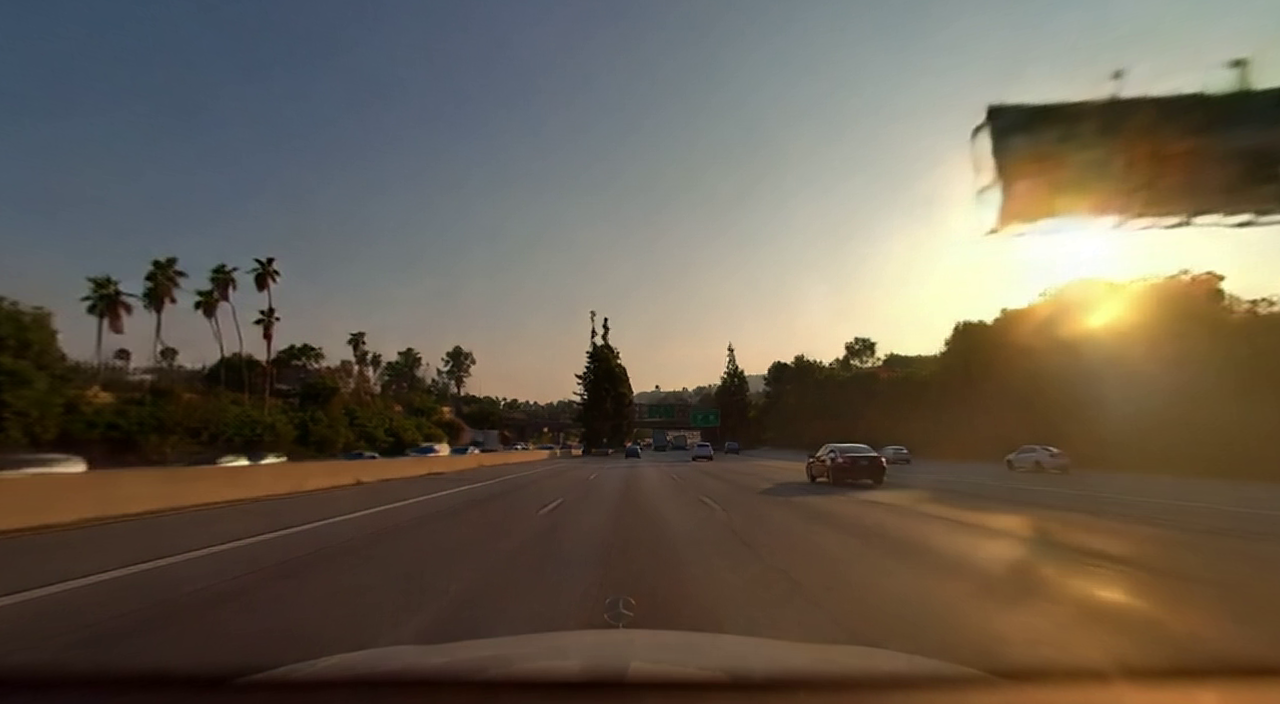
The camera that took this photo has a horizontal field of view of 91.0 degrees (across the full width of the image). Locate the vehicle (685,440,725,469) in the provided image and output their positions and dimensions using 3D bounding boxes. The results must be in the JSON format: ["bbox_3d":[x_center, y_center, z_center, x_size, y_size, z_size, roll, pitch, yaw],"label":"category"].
[{"bbox_3d":[4.077,6.489,40.058,2.035,1.704,3.867,0,-8,-1],"label":"vehicle"}]

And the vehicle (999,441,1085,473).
[{"bbox_3d":[22.128,5.748,34.856,1.887,1.642,4.592,0,-8,3],"label":"vehicle"}]

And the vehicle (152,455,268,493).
[{"bbox_3d":[-19.433,5.514,28.790,1.938,1.457,4.816,0,-8,0],"label":"vehicle"}]

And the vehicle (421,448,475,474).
[{"bbox_3d":[-12.603,7.173,41.698,1.999,1.536,4.987,0,-8,0],"label":"vehicle"}]

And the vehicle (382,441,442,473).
[{"bbox_3d":[-16.528,7.641,46.053,2.248,2.130,5.801,0,-8,0],"label":"vehicle"}]

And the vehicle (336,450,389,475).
[{"bbox_3d":[-20.197,8.008,45.993,1.861,1.676,4.317,0,-8,0],"label":"vehicle"}]

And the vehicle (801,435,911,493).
[{"bbox_3d":[6.729,3.527,20.204,1.902,1.623,4.360,0,-8,-1],"label":"vehicle"}]
